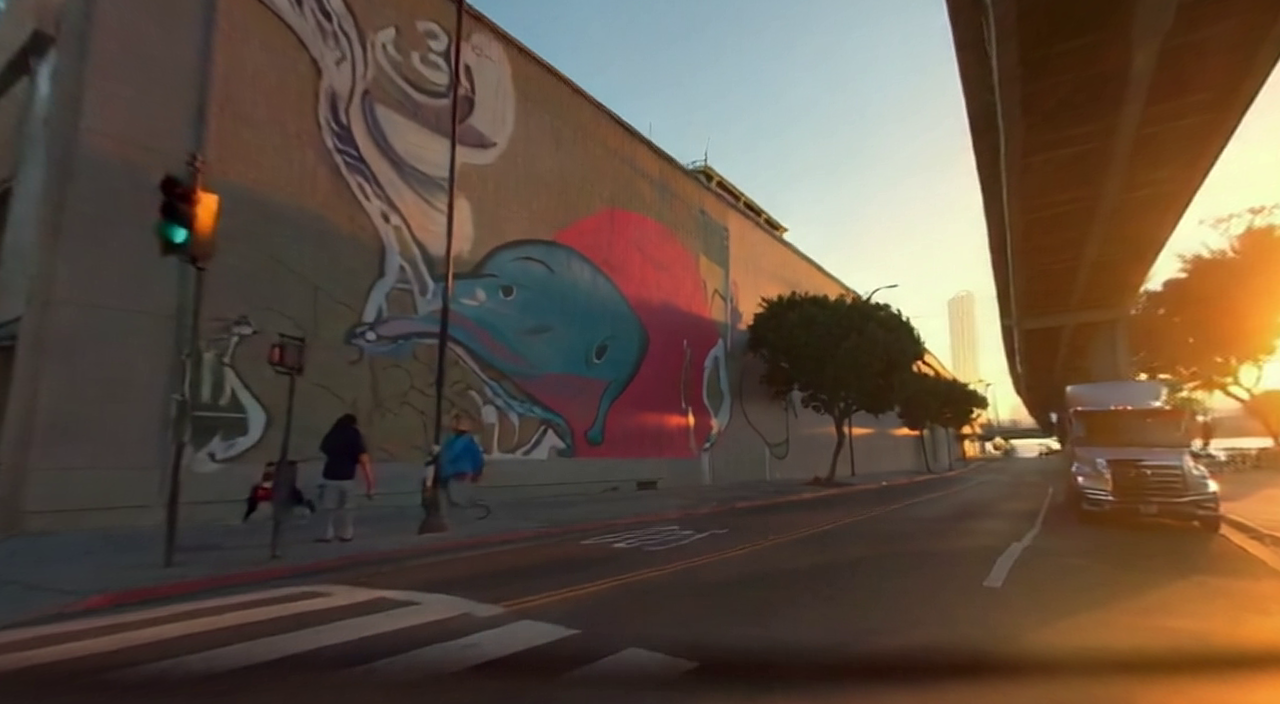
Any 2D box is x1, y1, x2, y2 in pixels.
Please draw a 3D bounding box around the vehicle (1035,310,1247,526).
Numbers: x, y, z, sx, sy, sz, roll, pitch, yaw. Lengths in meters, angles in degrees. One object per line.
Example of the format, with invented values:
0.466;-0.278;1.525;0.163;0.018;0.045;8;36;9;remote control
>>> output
12.189;1.819;15.971;2.849;3.893;9.347;-6;-10;34;vehicle
